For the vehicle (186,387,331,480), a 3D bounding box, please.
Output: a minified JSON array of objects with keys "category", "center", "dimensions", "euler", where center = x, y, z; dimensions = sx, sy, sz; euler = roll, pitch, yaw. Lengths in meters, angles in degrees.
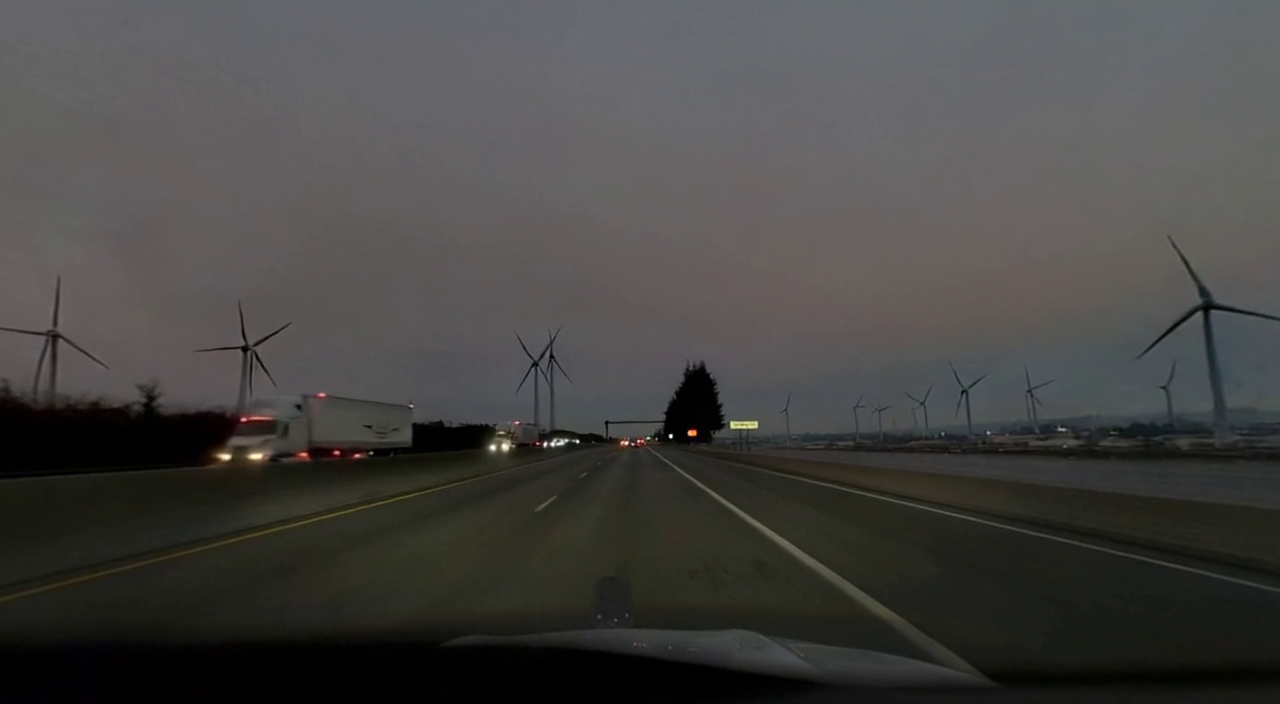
[{"category":"vehicle","center":[-17.483,3.843,29.444],"dimensions":[2.989,3.857,5.976],"euler":[-1,-8,-1]}]
